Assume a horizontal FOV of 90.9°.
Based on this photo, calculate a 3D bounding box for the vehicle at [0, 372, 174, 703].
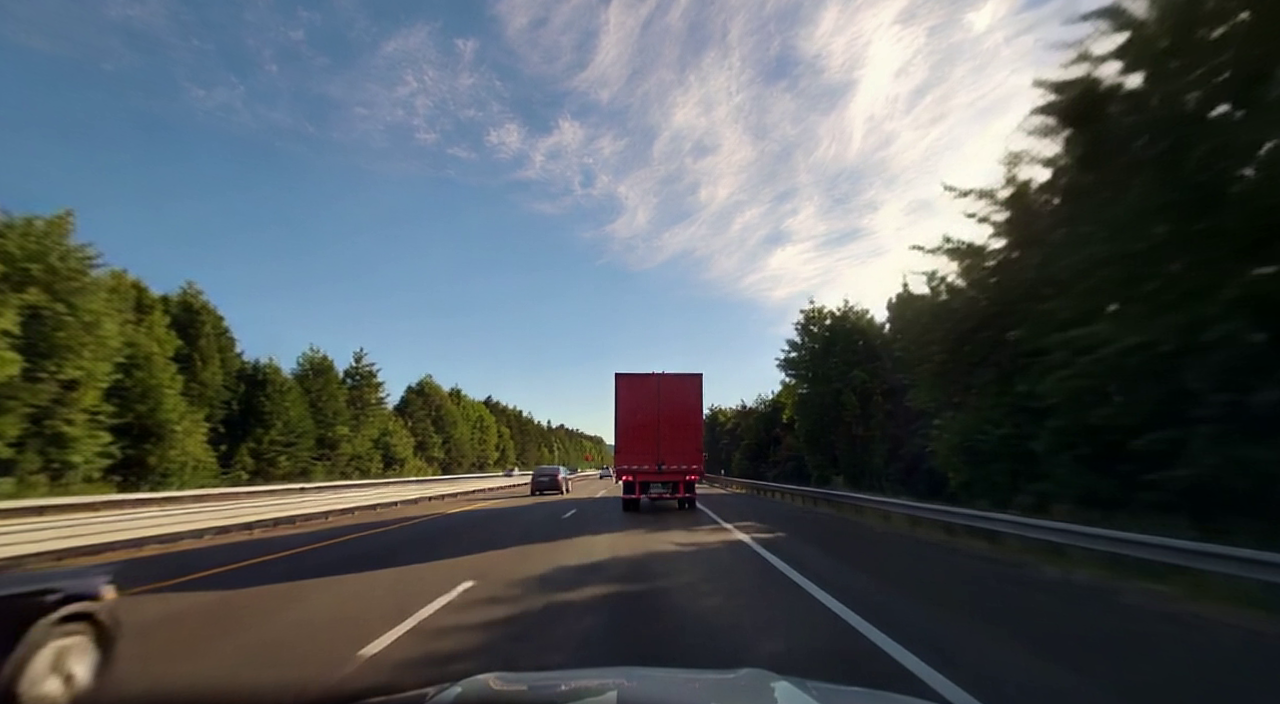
[{"bbox_3d":[-3.828,0.687,1.361,2.076,1.691,4.555,1,-10,0],"label":"vehicle"}]

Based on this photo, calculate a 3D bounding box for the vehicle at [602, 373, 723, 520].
[{"bbox_3d":[0.589,3.209,20.703,3.008,3.678,9.512,1,-10,0],"label":"vehicle"}]

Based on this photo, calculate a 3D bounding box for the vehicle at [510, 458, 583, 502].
[{"bbox_3d":[-3.594,5.053,25.125,2.079,1.506,4.821,0,-10,1],"label":"vehicle"}]
